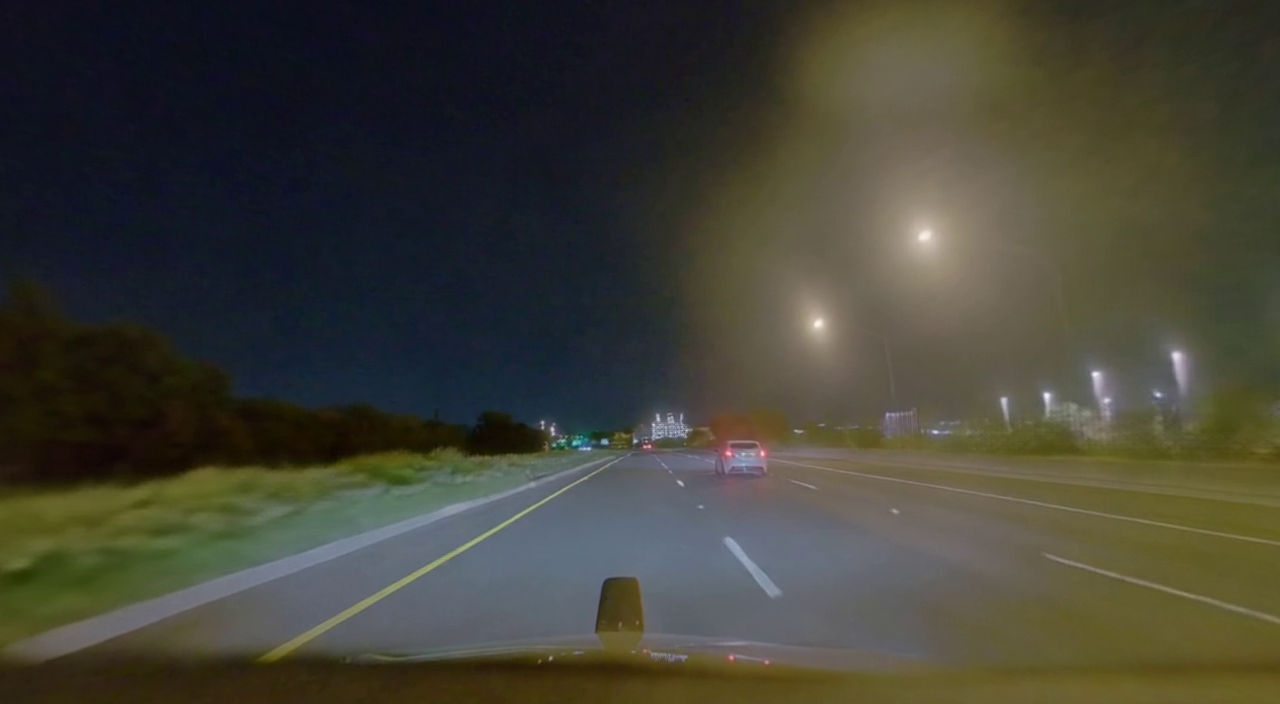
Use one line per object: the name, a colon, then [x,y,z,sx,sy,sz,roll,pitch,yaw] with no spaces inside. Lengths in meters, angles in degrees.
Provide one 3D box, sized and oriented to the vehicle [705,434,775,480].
vehicle: [3.535,3.800,23.161,1.874,1.506,4.116,0,-8,0]
